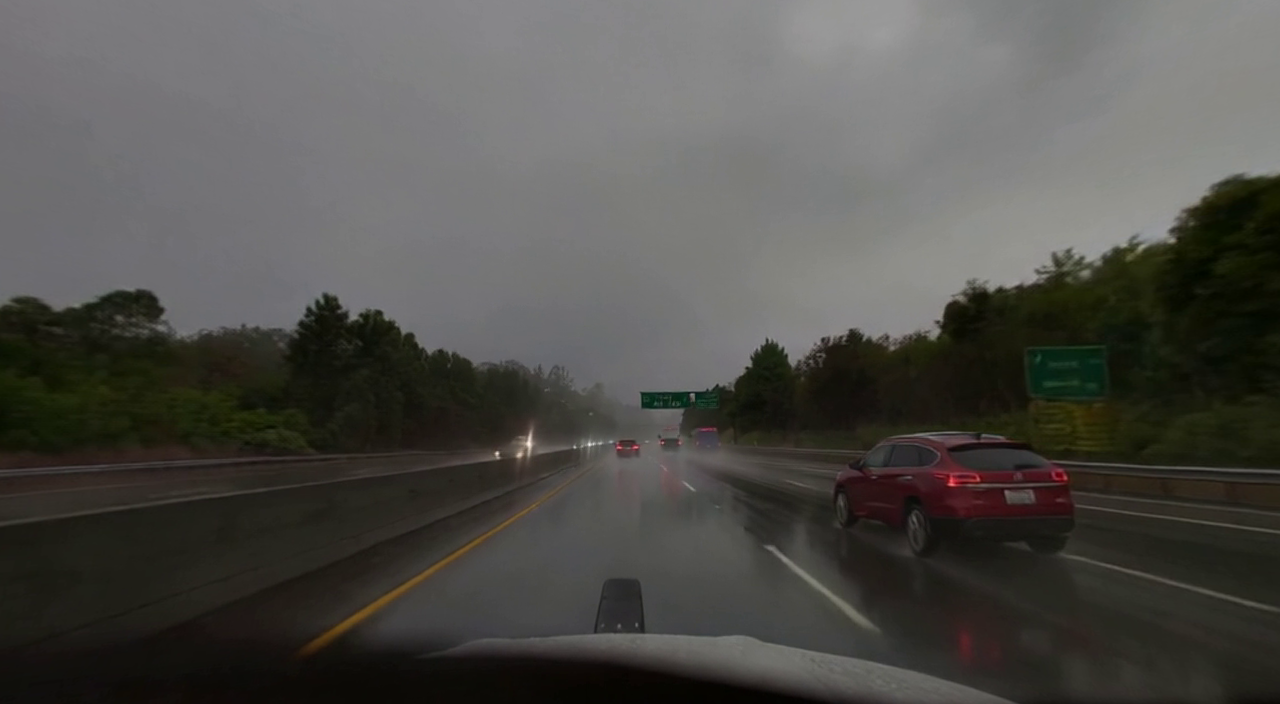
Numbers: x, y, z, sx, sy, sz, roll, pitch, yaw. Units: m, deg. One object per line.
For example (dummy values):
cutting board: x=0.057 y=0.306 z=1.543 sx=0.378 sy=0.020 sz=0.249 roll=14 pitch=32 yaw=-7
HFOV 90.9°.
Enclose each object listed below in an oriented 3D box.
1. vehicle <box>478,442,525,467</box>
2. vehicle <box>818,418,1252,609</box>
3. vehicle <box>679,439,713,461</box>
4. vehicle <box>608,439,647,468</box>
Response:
vehicle: x=-8.849 y=6.590 z=40.726 sx=2.017 sy=1.504 sz=4.505 roll=0 pitch=-8 yaw=0
vehicle: x=3.819 y=1.607 z=7.429 sx=1.961 sy=1.495 sz=4.743 roll=0 pitch=-8 yaw=-1
vehicle: x=4.021 y=7.105 z=45.908 sx=1.995 sy=1.556 sz=3.893 roll=0 pitch=-8 yaw=-2
vehicle: x=-0.702 y=5.675 z=35.520 sx=2.055 sy=1.466 sz=4.317 roll=0 pitch=-8 yaw=-1
